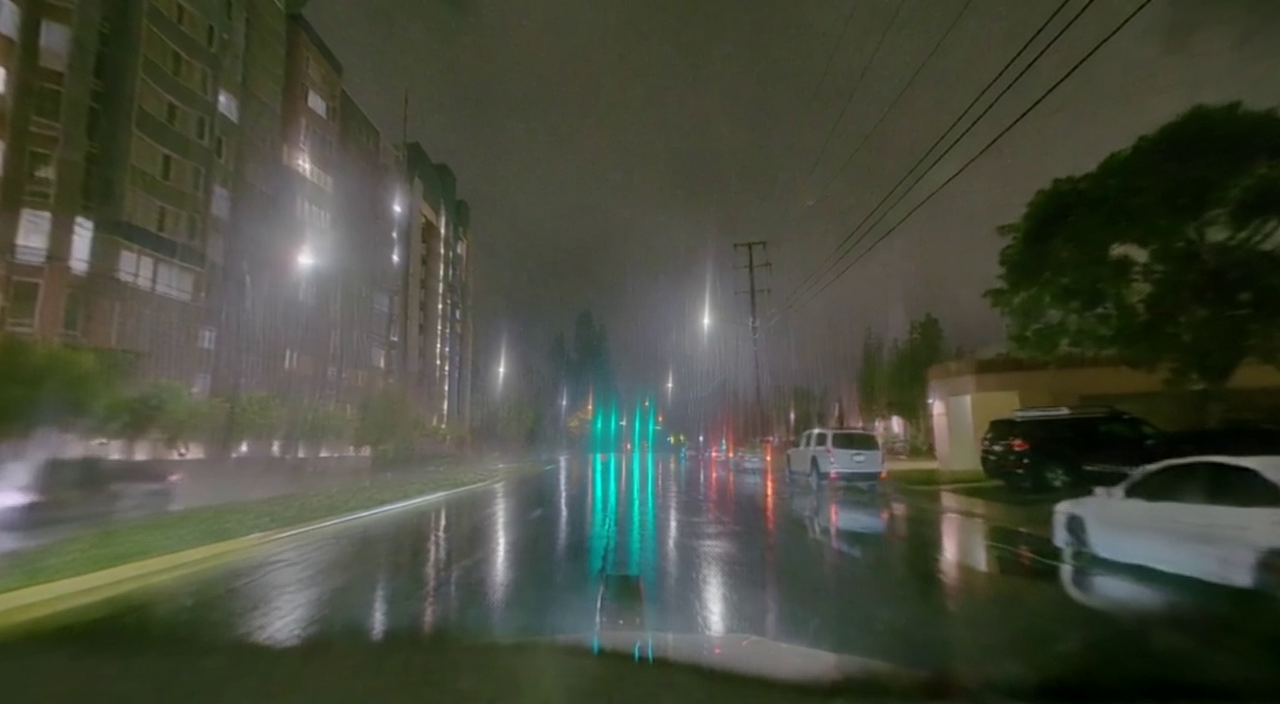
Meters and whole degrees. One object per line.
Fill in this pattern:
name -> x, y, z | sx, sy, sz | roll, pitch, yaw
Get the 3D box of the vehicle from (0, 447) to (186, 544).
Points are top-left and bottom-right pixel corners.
vehicle -> -10.679, 2.457, 11.317 | 1.847, 1.460, 4.294 | 0, -9, 1

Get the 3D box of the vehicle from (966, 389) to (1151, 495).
vehicle -> 11.812, 2.608, 18.325 | 1.794, 2.637, 4.533 | -1, -9, -5

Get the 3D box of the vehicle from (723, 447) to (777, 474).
vehicle -> 6.042, 6.034, 35.425 | 2.013, 1.408, 5.011 | 0, -9, -1

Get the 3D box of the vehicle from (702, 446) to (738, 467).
vehicle -> 5.912, 7.808, 47.516 | 1.944, 1.478, 4.885 | 0, -9, -2

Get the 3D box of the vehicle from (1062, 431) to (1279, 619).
vehicle -> 6.158, 1.463, 5.546 | 1.914, 1.517, 4.320 | 0, -9, 0

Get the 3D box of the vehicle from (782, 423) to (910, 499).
vehicle -> 6.283, 3.428, 20.287 | 2.267, 2.037, 6.240 | -1, -9, 3
